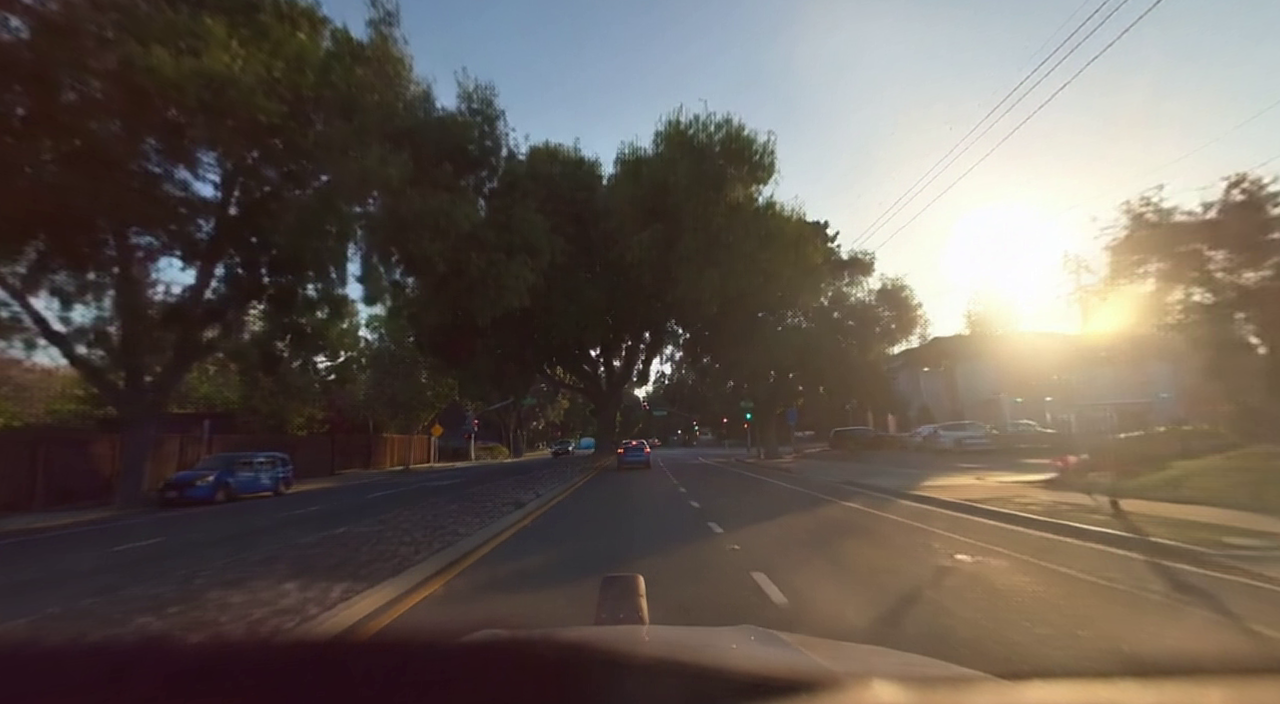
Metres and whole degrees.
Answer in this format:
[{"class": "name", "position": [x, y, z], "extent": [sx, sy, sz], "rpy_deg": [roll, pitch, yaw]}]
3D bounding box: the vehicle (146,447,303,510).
[{"class": "vehicle", "position": [-12.996, 3.946, 20.192], "extent": [1.957, 1.754, 4.393], "rpy_deg": [0, -9, 1]}]

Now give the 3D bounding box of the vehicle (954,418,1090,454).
[{"class": "vehicle", "position": [16.721, 3.705, 27.804], "extent": [4.658, 1.495, 1.978], "rpy_deg": [0, -9, 0]}]

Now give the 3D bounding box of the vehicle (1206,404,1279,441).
[{"class": "vehicle", "position": [28.322, 3.126, 28.016], "extent": [4.532, 1.545, 1.940], "rpy_deg": [-1, -9, -1]}]

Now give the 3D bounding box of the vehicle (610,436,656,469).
[{"class": "vehicle", "position": [-0.330, 4.854, 30.686], "extent": [2.104, 1.462, 3.991], "rpy_deg": [0, -9, 0]}]
